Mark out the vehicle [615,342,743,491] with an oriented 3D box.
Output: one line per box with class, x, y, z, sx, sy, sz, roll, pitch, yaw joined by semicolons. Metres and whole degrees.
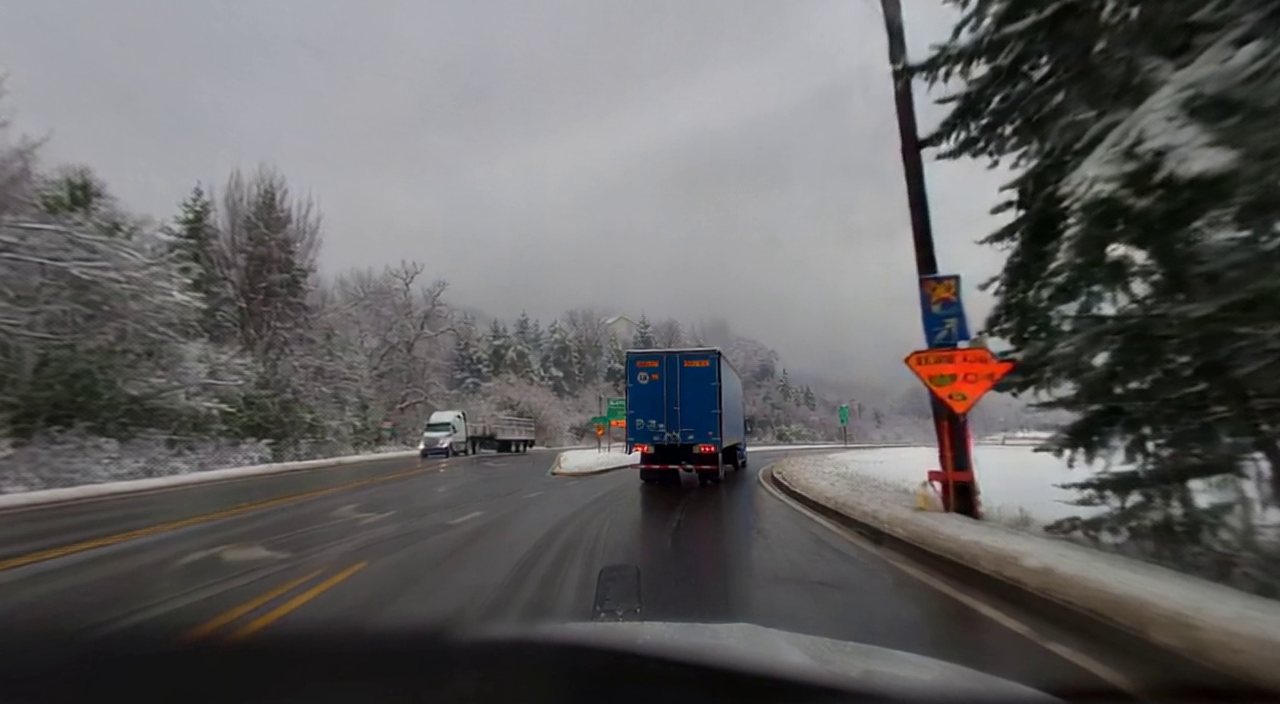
vehicle;1.674;2.214;20.266;2.937;3.647;9.344;-2;-8;10
